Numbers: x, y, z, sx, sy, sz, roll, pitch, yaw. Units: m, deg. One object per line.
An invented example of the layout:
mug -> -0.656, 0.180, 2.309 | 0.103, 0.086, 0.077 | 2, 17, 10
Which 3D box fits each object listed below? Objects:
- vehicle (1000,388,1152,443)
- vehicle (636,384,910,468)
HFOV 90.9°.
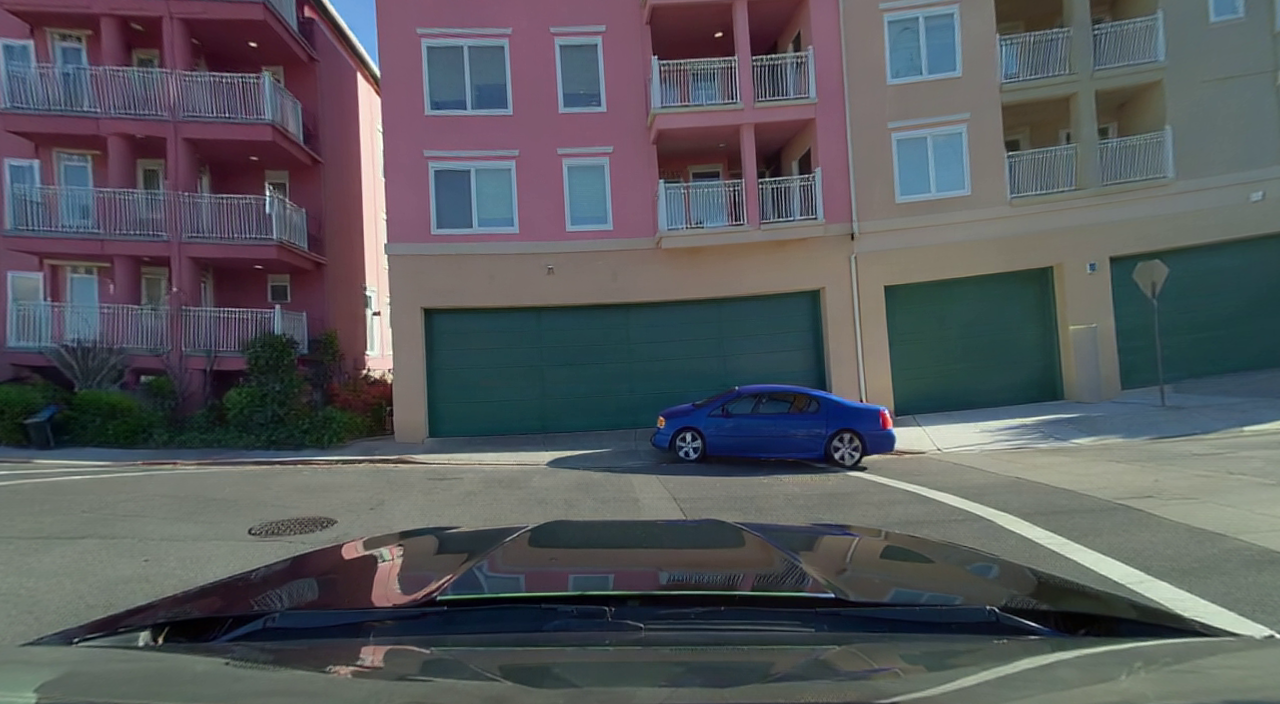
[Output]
vehicle -> 15.668, 2.312, 22.821 | 3.905, 1.475, 2.057 | -6, -7, -4
vehicle -> 2.287, 1.409, 11.840 | 4.697, 1.444, 1.825 | 0, -8, -1
